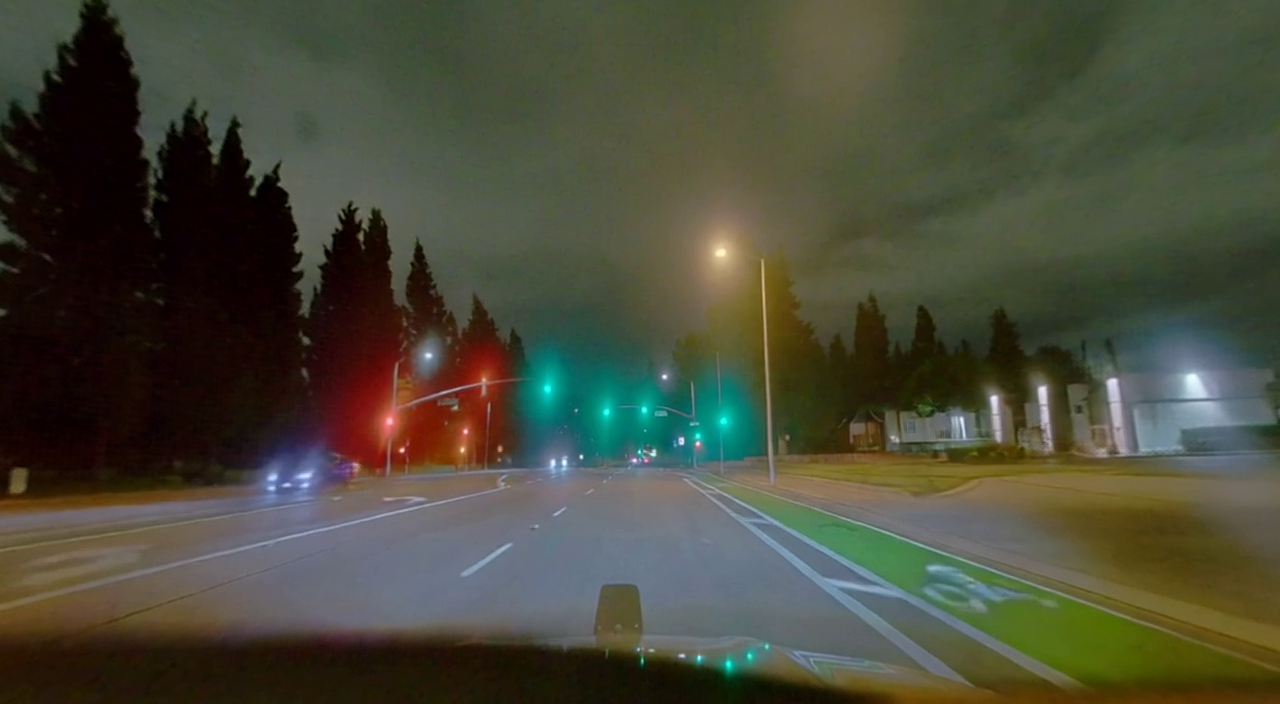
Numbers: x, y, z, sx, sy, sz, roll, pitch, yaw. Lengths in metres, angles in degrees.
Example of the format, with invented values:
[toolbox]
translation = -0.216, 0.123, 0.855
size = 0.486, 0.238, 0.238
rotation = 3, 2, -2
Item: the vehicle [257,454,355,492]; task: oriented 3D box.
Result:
[vehicle]
translation = -15.368, 5.552, 29.386
size = 1.910, 1.544, 4.387
rotation = 0, -9, 4
